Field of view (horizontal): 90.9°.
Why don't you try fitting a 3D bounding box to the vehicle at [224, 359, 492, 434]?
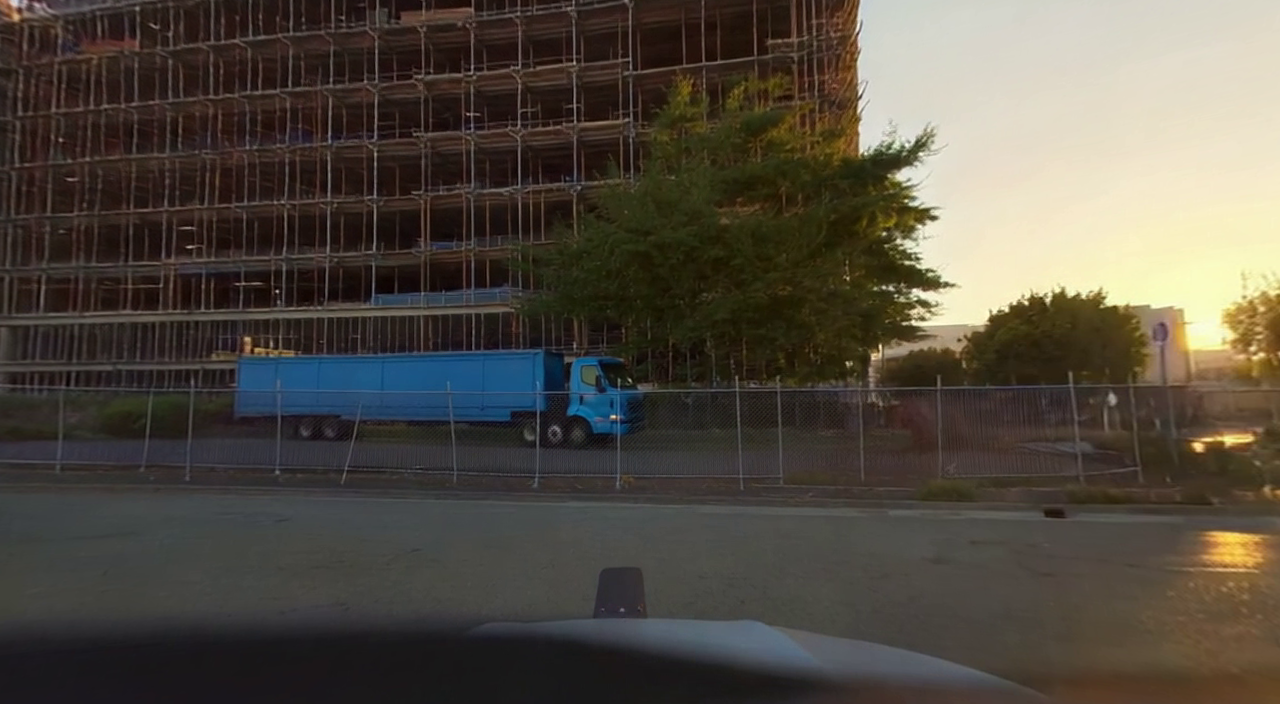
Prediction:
[{"bbox_3d":[-16.190,2.741,37.243,14.067,4.099,2.832,1,-9,-5],"label":"vehicle"}]
